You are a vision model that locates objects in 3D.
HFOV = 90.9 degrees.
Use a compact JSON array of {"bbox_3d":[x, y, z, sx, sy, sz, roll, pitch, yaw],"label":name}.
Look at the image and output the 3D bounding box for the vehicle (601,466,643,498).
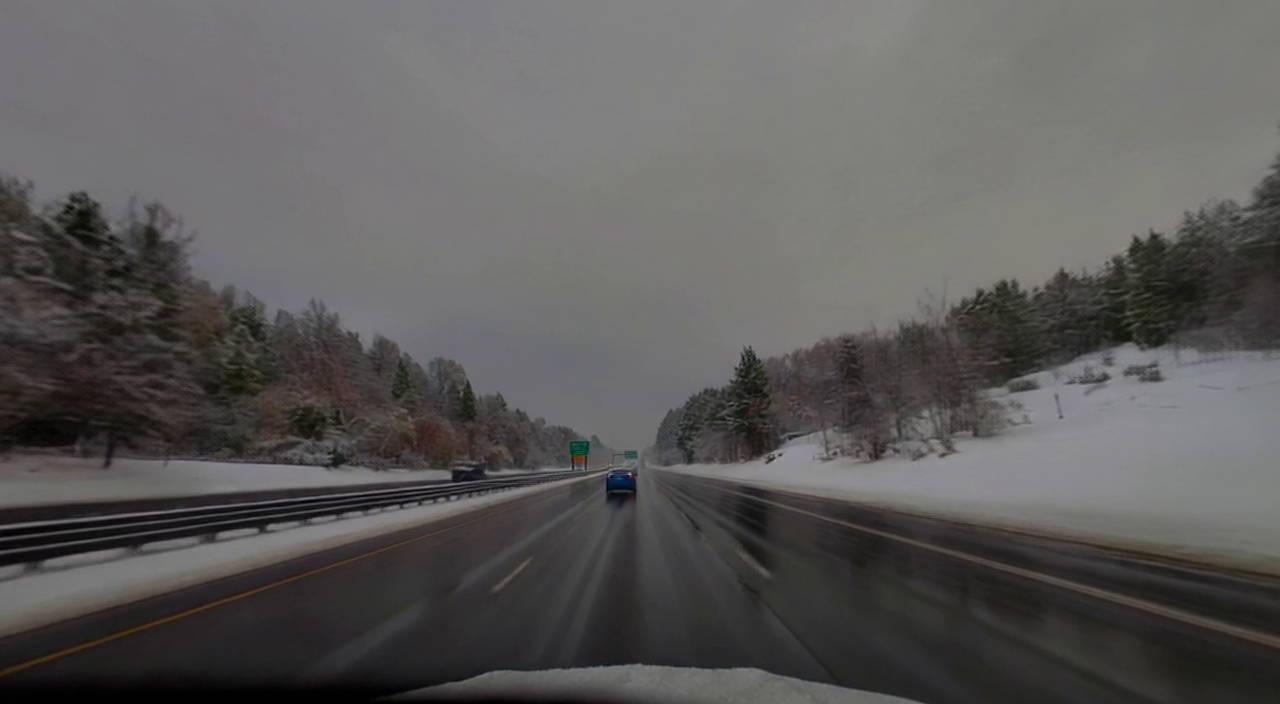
[{"bbox_3d":[-0.888,6.814,33.293,2.016,1.530,4.009,1,-11,1],"label":"vehicle"}]
